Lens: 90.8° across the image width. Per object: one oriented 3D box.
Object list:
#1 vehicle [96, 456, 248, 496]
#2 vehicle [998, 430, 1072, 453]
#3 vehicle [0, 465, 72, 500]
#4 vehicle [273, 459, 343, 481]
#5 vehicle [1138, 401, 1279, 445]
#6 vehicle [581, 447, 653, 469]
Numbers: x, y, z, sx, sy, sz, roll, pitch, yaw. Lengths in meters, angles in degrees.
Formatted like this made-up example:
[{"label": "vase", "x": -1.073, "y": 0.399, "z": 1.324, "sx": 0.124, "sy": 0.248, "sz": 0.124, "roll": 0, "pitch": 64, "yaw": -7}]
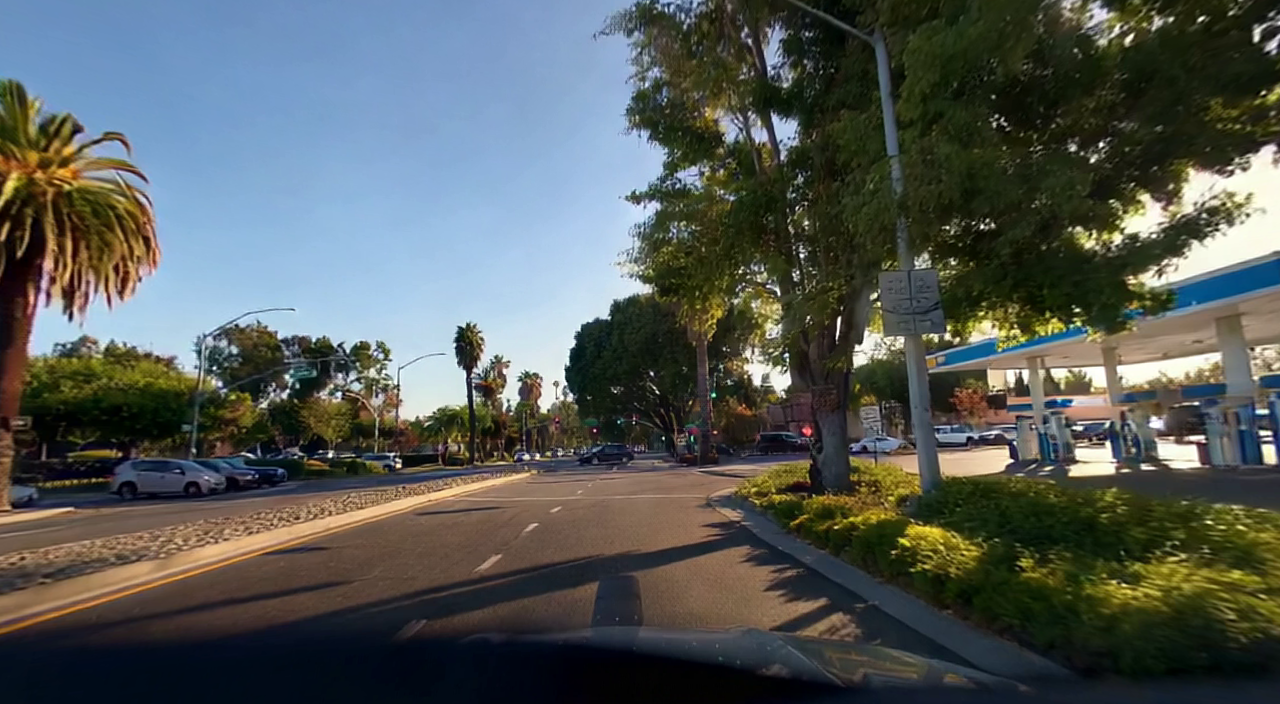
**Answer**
[{"label": "vehicle", "x": -19.473, "y": 5.166, "z": 26.456, "sx": 4.758, "sy": 1.542, "sz": 1.941, "roll": 0, "pitch": -9, "yaw": -1}, {"label": "vehicle", "x": 30.384, "y": 6.880, "z": 48.663, "sx": 4.286, "sy": 1.519, "sz": 2.070, "roll": -2, "pitch": -9, "yaw": -3}, {"label": "vehicle", "x": -37.741, "y": 7.878, "z": 38.342, "sx": 2.061, "sy": 1.808, "sz": 5.607, "roll": 2, "pitch": -9, "yaw": -11}, {"label": "vehicle", "x": -25.591, "y": 9.113, "z": 48.772, "sx": 4.407, "sy": 1.565, "sz": 1.861, "roll": 0, "pitch": -9, "yaw": 2}, {"label": "vehicle", "x": 42.860, "y": 5.377, "z": 47.394, "sx": 8.366, "sy": 3.165, "sz": 2.720, "roll": 0, "pitch": -8, "yaw": 1}, {"label": "vehicle", "x": -1.646, "y": 7.526, "z": 45.074, "sx": 4.763, "sy": 1.496, "sz": 1.920, "roll": 3, "pitch": -9, "yaw": -22}]
